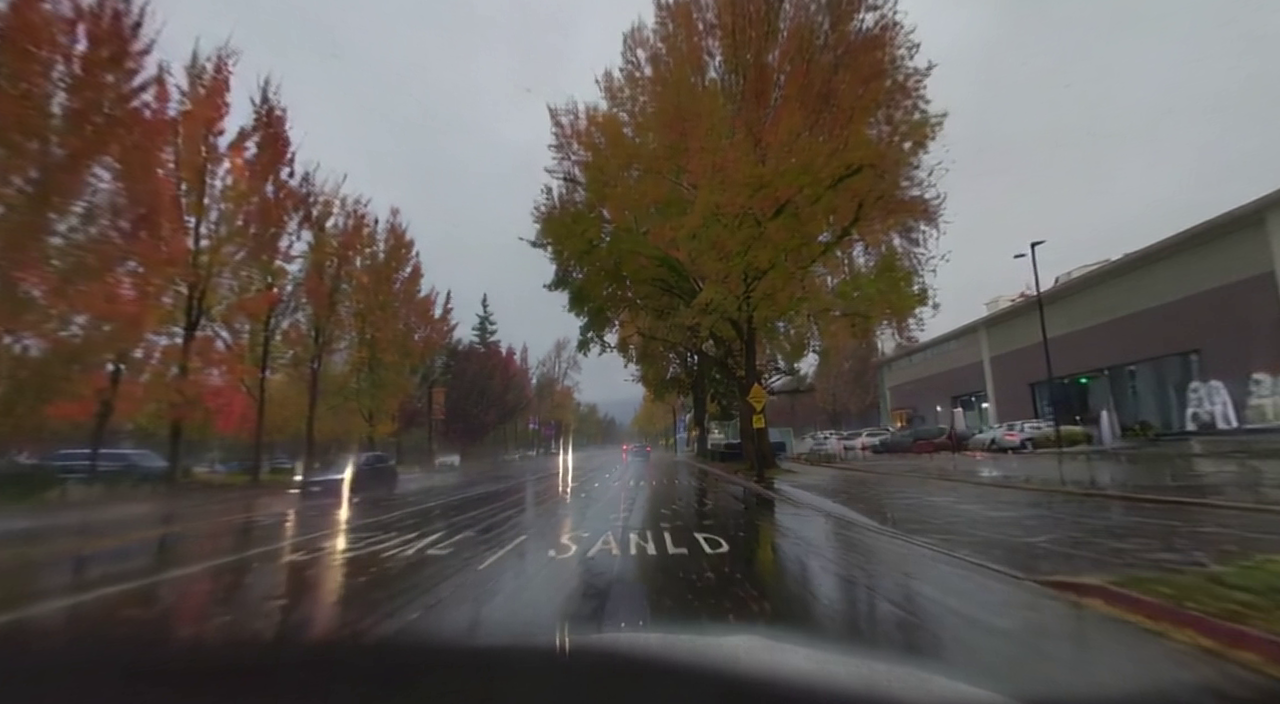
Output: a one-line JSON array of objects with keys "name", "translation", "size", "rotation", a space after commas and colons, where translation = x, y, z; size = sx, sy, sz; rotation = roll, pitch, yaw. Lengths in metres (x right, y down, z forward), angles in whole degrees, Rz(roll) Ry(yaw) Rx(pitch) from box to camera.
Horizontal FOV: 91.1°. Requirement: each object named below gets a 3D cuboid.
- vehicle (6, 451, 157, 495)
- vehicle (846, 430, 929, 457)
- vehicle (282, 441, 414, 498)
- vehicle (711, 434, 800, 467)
[{"name": "vehicle", "translation": [-26.918, 5.815, 30.418], "size": [5.144, 1.980, 2.262], "rotation": [0, -9, 2]}, {"name": "vehicle", "translation": [15.922, 5.933, 40.565], "size": [4.474, 1.698, 2.088], "rotation": [0, -9, 0]}, {"name": "vehicle", "translation": [-10.520, 4.255, 23.245], "size": [2.196, 1.829, 5.389], "rotation": [0, -9, 1]}, {"name": "vehicle", "translation": [7.379, 6.355, 40.585], "size": [5.336, 2.006, 2.022], "rotation": [0, -9, 0]}]
